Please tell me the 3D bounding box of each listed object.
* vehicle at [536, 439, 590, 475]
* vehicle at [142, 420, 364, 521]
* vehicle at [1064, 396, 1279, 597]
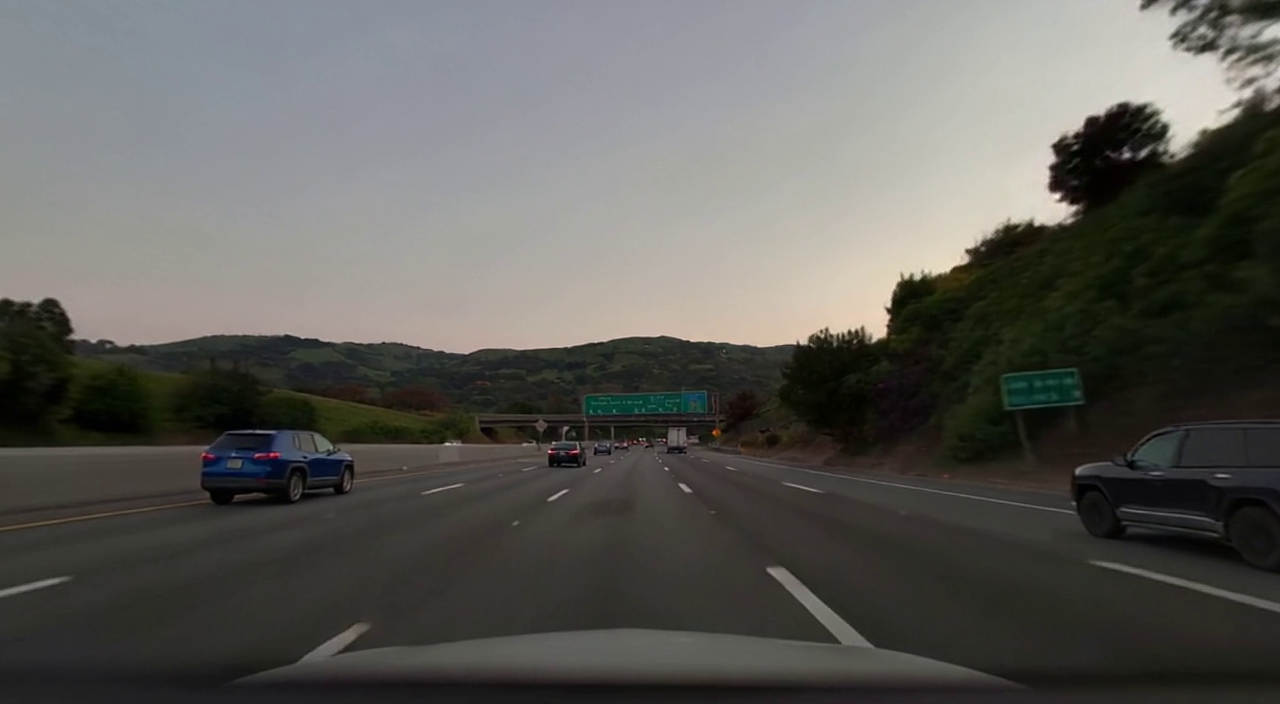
[{"bbox_3d":[-3.440,4.785,29.024,1.925,1.509,4.363,0,-9,1],"label":"vehicle"},{"bbox_3d":[-7.469,2.325,12.820,1.860,1.694,4.173,0,-9,0],"label":"vehicle"},{"bbox_3d":[6.513,1.316,5.888,1.950,1.719,4.545,0,-9,0],"label":"vehicle"}]
